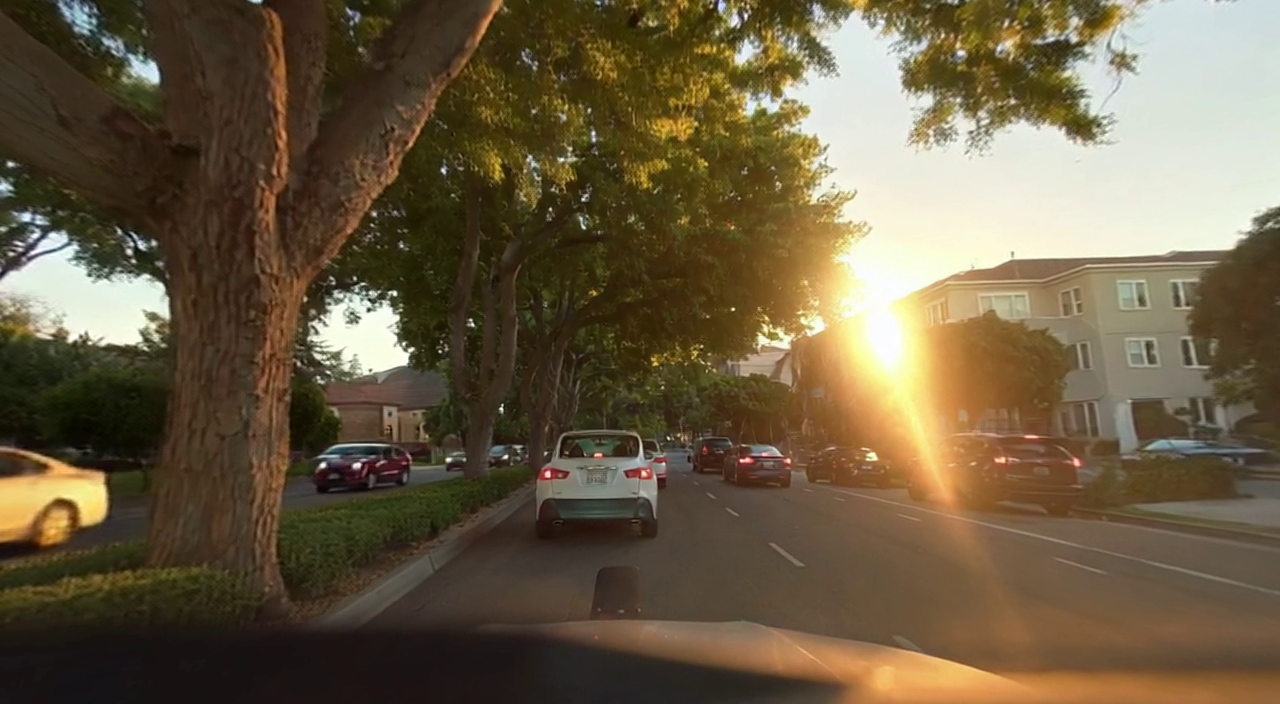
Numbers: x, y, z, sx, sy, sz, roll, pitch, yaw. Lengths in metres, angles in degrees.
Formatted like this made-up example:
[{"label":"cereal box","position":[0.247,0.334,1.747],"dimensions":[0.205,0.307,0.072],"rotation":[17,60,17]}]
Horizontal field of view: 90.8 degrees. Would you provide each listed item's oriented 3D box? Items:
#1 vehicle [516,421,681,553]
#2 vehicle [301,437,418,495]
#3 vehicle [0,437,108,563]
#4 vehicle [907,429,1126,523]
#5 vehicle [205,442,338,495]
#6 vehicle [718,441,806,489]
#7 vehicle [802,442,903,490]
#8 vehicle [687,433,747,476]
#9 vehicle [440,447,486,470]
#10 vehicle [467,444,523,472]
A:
[{"label":"vehicle","position":[-0.639,1.994,9.990],"dimensions":[2.106,1.655,3.717],"rotation":[0,-8,-4]},{"label":"vehicle","position":[-8.904,3.637,20.486],"dimensions":[1.920,1.663,4.036],"rotation":[0,-8,0]},{"label":"vehicle","position":[-8.734,1.674,6.826],"dimensions":[1.938,1.513,4.593],"rotation":[0,-8,0]},{"label":"vehicle","position":[7.820,2.593,13.773],"dimensions":[2.168,1.709,4.289],"rotation":[0,-8,1]},{"label":"vehicle","position":[-13.230,4.182,23.097],"dimensions":[1.947,1.703,4.525],"rotation":[0,-8,3]},{"label":"vehicle","position":[4.007,3.793,21.605],"dimensions":[2.175,1.477,4.520],"rotation":[0,-8,1]},{"label":"vehicle","position":[7.227,3.907,21.995],"dimensions":[1.977,1.485,4.308],"rotation":[0,-8,0]},{"label":"vehicle","position":[3.468,4.729,29.414],"dimensions":[2.114,1.846,4.659],"rotation":[0,-8,-1]},{"label":"vehicle","position":[-11.893,7.181,42.742],"dimensions":[1.866,1.404,4.507],"rotation":[0,-8,0]},{"label":"vehicle","position":[-8.214,6.030,36.188],"dimensions":[2.039,1.466,4.553],"rotation":[0,-8,1]}]
